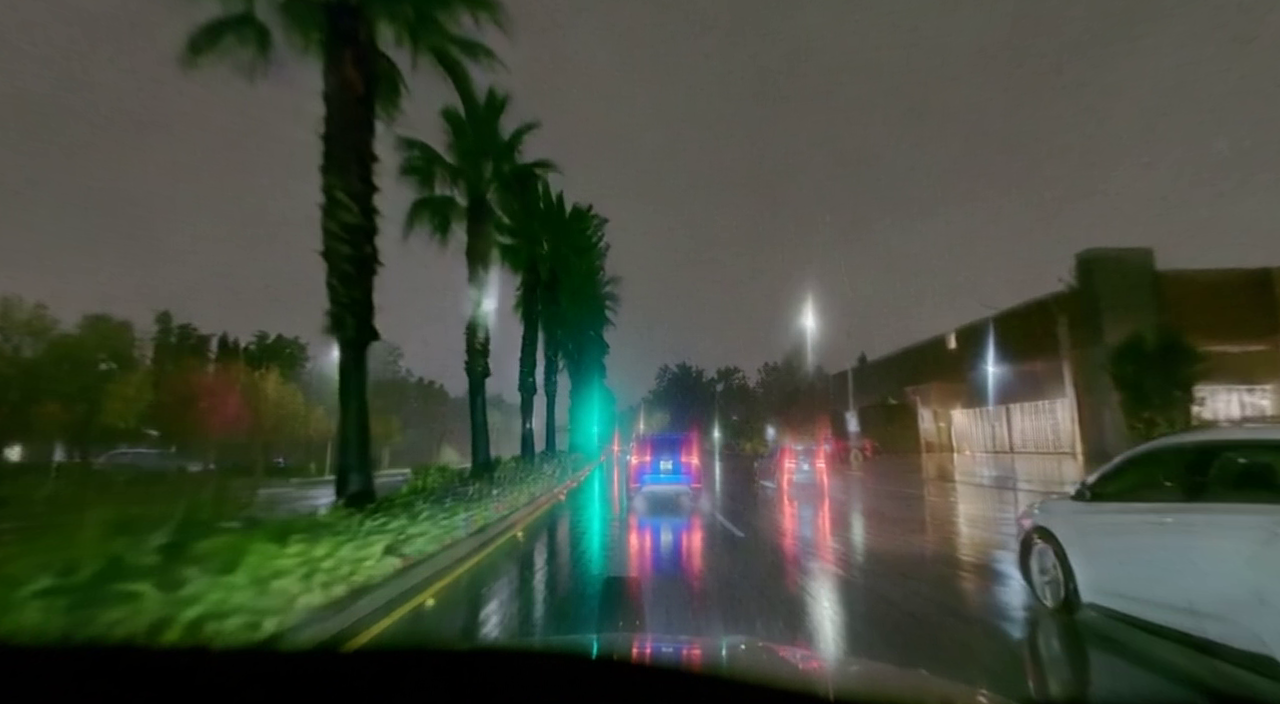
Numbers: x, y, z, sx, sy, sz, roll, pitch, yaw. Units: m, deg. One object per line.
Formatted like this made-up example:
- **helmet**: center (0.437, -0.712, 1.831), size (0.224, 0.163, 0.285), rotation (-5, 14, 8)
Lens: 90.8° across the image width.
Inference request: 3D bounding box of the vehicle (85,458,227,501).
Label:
- **vehicle**: center (-19.385, 5.081, 25.627), size (1.848, 1.460, 4.641), rotation (-1, -8, 4)

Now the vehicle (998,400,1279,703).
- **vehicle**: center (3.827, 0.934, 2.682), size (1.941, 1.472, 4.570), rotation (0, -8, 0)

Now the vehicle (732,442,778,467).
- **vehicle**: center (6.993, 6.263, 38.887), size (1.930, 1.457, 4.267), rotation (0, -8, -2)

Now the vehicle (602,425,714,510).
- **vehicle**: center (0.284, 2.633, 14.861), size (2.239, 1.693, 4.301), rotation (0, -8, -2)
